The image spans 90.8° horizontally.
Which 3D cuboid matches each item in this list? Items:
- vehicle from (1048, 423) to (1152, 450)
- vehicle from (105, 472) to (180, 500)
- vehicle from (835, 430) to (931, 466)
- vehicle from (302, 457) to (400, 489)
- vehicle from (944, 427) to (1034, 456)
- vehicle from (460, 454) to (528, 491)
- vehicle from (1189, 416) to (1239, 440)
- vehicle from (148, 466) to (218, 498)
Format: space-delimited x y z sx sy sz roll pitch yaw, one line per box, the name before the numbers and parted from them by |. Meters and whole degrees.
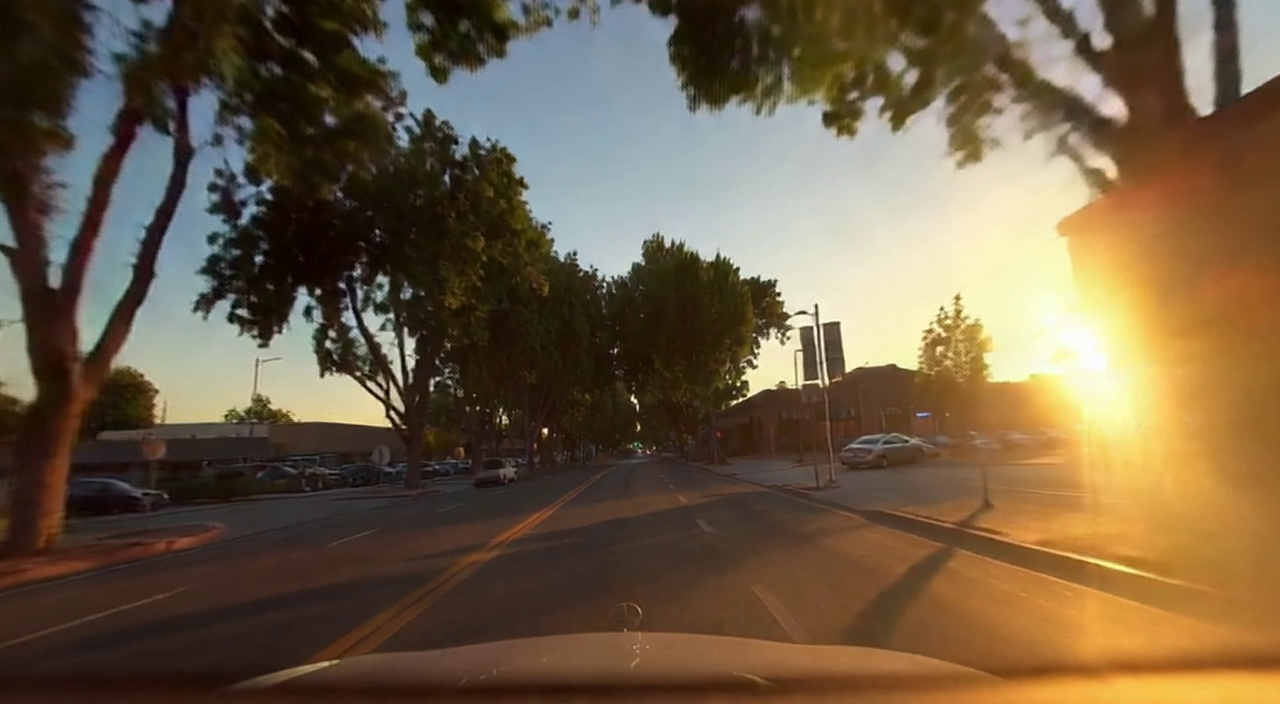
vehicle | 26.018 4.832 35.818 1.765 1.435 4.413 8 -12 -44
vehicle | -30.356 8.156 38.676 1.777 1.441 3.695 1 -9 -6
vehicle | 11.118 4.372 28.778 4.587 1.504 1.928 7 -11 -38
vehicle | -16.442 6.885 36.166 4.650 1.700 1.915 0 -9 -1
vehicle | 21.850 5.646 39.643 4.442 1.451 1.945 -12 -12 42
vehicle | -6.572 5.455 29.007 1.962 1.478 4.639 -1 -9 1
vehicle | 40.220 5.338 44.240 4.224 1.532 1.910 7 -11 -40
vehicle | -27.456 7.798 38.120 1.822 1.622 4.193 -2 -9 -11
